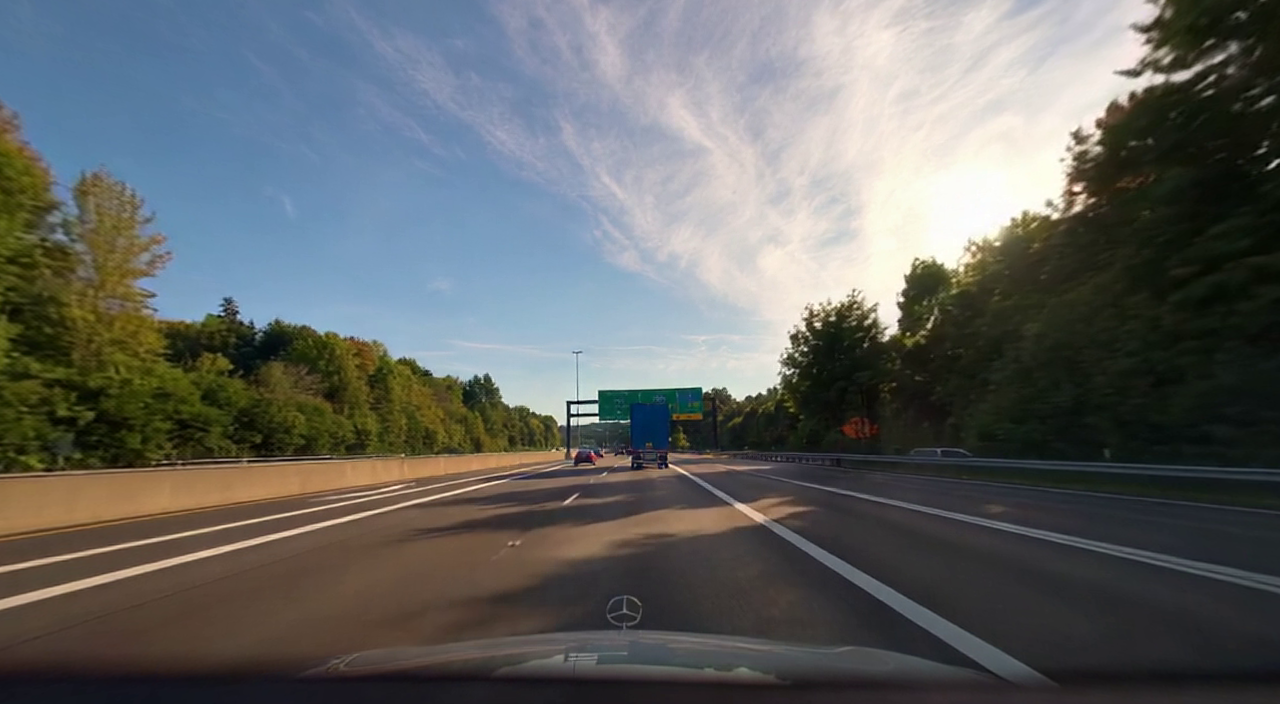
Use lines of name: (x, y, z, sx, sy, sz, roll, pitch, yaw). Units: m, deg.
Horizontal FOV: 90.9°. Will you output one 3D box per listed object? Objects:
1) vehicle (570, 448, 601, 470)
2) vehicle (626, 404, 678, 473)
vehicle: (-3.865, 7.650, 45.244, 1.873, 1.469, 3.601, 0, -9, 0)
vehicle: (0.720, 5.863, 42.339, 3.022, 4.072, 10.318, 0, -9, 0)
